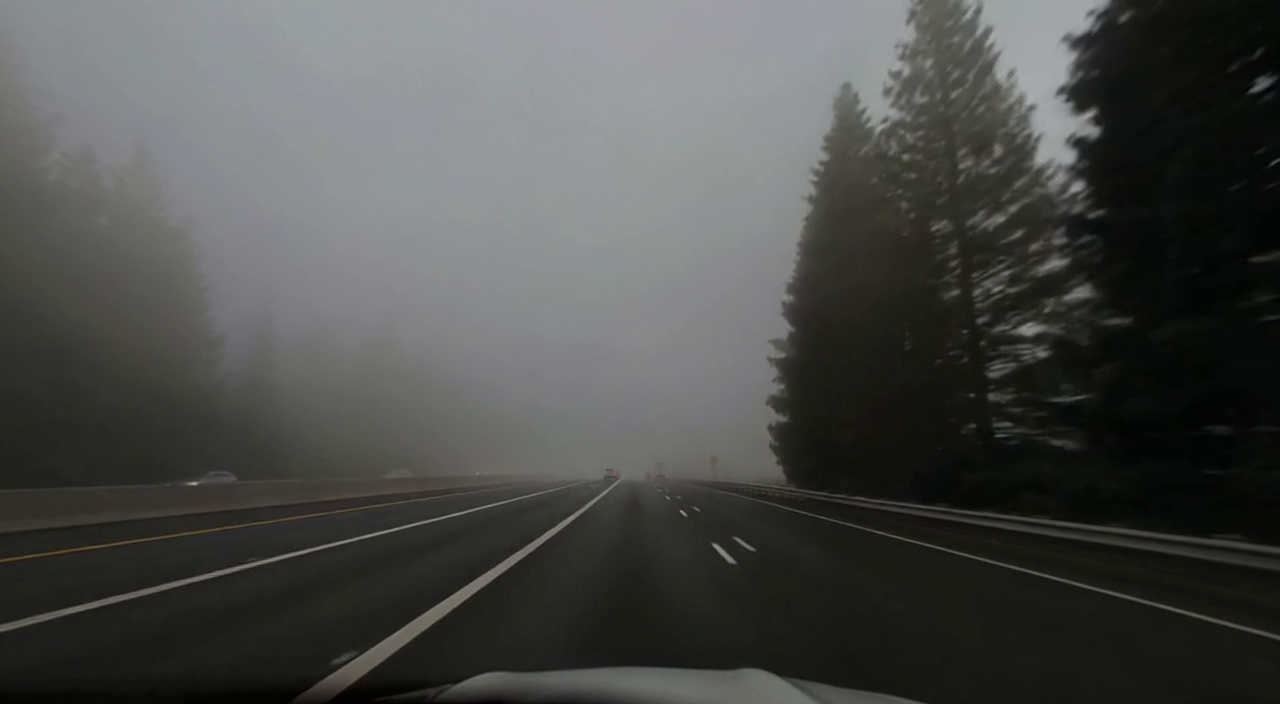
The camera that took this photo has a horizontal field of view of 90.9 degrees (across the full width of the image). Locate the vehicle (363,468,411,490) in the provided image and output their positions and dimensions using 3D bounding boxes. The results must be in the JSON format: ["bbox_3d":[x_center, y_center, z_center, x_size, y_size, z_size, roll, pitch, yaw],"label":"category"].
[{"bbox_3d":[-19.009,9.558,47.571,1.803,1.508,4.279,1,-10,0],"label":"vehicle"}]

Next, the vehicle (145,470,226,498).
[{"bbox_3d":[-26.628,7.730,37.093,1.774,1.541,3.989,1,-10,0],"label":"vehicle"}]
